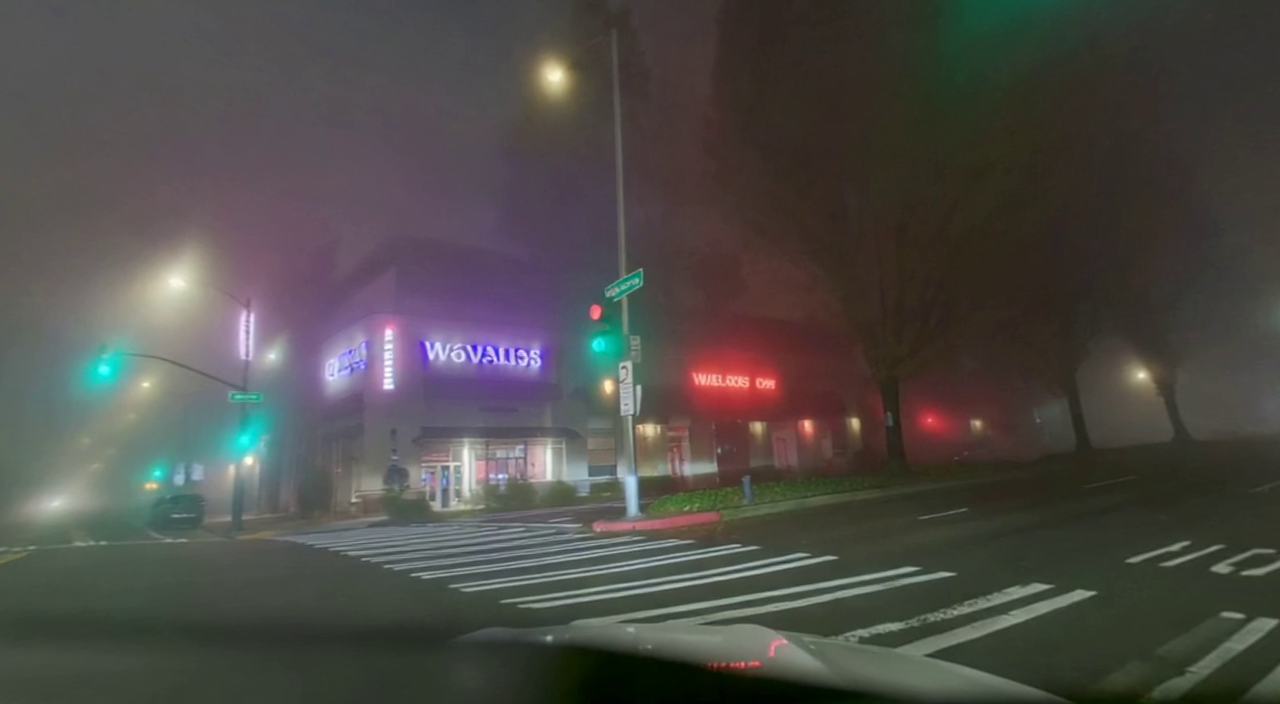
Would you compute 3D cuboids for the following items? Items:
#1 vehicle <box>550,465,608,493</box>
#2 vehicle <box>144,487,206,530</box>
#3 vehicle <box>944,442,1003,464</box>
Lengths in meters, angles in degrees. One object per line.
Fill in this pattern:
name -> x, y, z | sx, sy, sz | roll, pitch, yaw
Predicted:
vehicle -> -3.938, 8.022, 40.114 | 1.956, 1.471, 3.994 | 4, -10, -34
vehicle -> -21.351, 7.145, 29.119 | 2.066, 1.481, 4.004 | 6, -10, -34
vehicle -> 24.862, 7.503, 47.043 | 4.442, 1.440, 1.840 | 4, -10, -32
